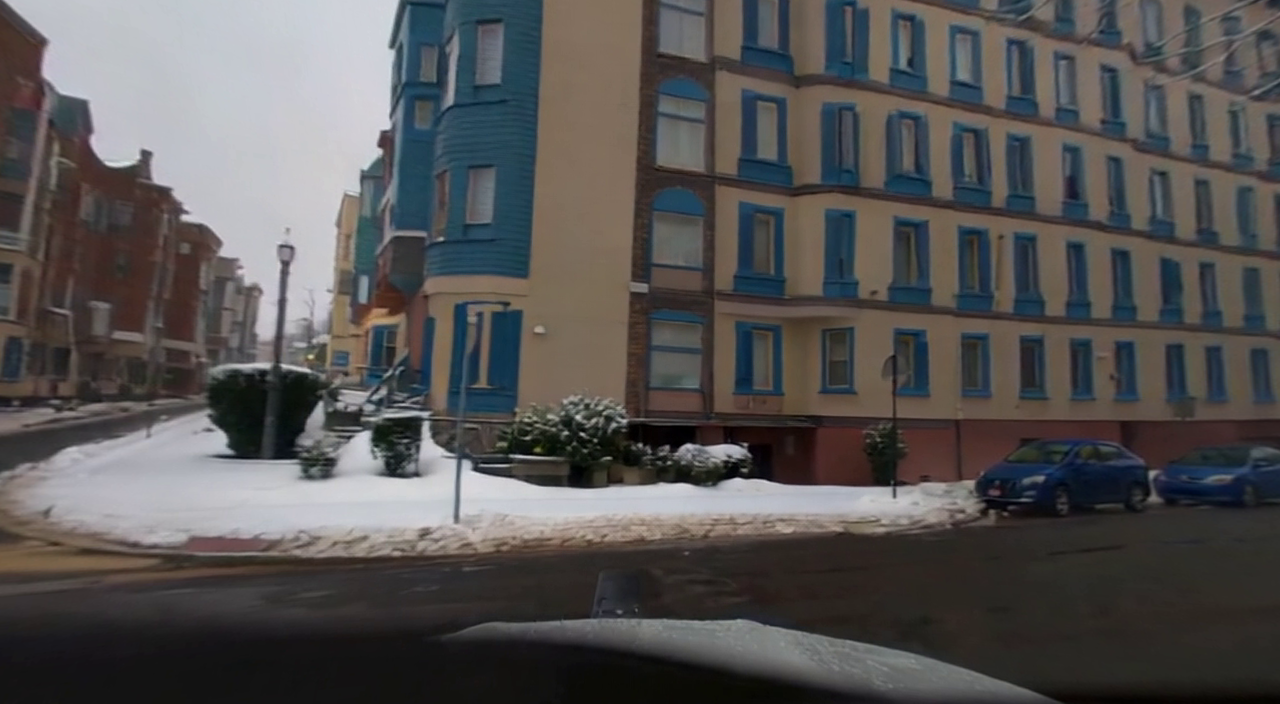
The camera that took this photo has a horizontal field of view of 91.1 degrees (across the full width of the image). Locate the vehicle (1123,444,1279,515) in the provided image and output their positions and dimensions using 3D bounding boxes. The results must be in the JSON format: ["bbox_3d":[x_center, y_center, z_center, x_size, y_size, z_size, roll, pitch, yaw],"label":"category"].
[{"bbox_3d":[13.767,2.893,14.773,4.294,1.427,1.830,3,-8,-22],"label":"vehicle"}]

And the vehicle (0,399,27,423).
[{"bbox_3d":[-41.716,3.898,41.255,1.777,1.459,3.676,7,-10,-41],"label":"vehicle"}]

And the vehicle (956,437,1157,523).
[{"bbox_3d":[8.376,2.476,12.680,3.414,1.519,1.719,3,-8,-24],"label":"vehicle"}]

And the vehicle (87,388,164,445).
[{"bbox_3d":[-20.795,2.671,25.448,2.072,2.074,4.358,6,-10,-39],"label":"vehicle"}]
